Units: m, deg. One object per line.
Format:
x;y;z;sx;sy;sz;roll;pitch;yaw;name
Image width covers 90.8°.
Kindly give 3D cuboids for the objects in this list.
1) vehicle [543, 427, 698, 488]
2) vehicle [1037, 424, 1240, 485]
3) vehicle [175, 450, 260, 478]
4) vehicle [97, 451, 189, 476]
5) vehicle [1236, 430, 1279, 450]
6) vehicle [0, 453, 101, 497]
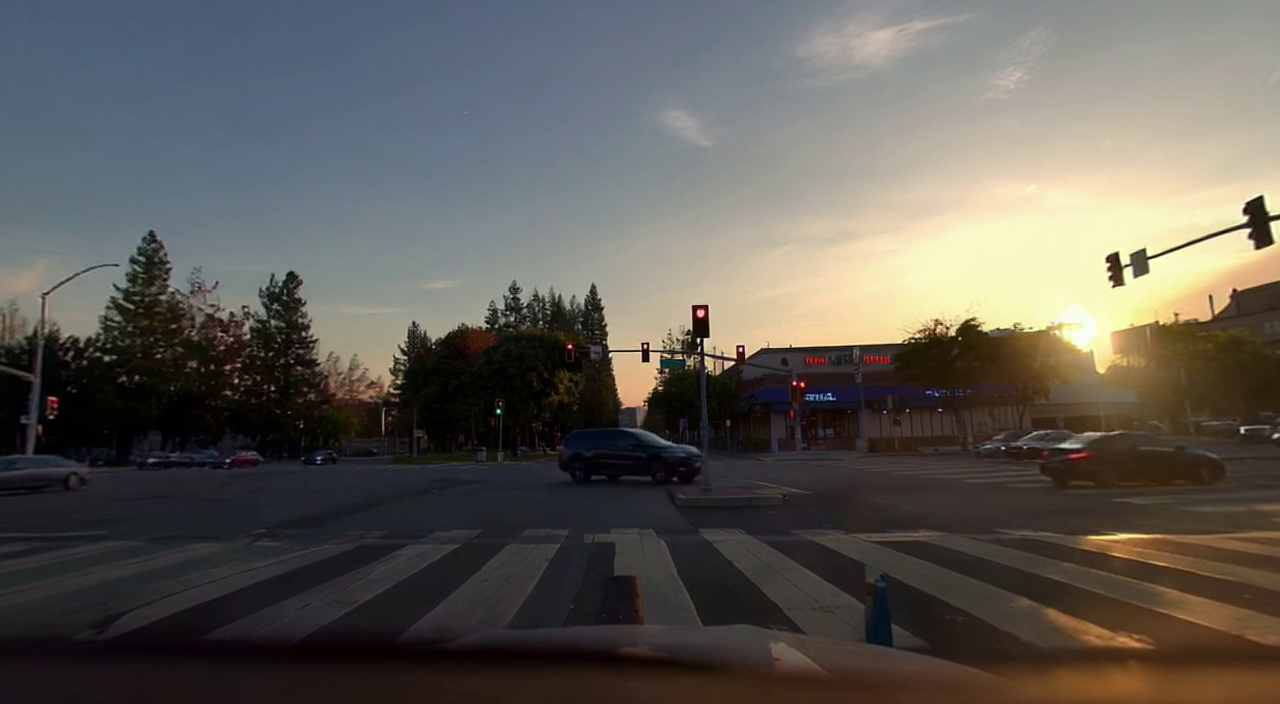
-0.764;3.803;23.007;5.310;1.972;2.223;-6;-10;34;vehicle
14.392;2.976;18.447;4.180;1.678;1.982;0;-9;-1;vehicle
-26.655;7.064;40.066;2.135;1.637;4.582;0;-9;1;vehicle
-38.339;8.652;48.999;5.034;1.827;2.901;7;-11;-28;vehicle
45.659;6.302;45.219;1.786;1.412;4.330;0;-9;0;vehicle
-23.224;4.546;23.676;1.909;1.473;4.571;0;-9;1;vehicle
